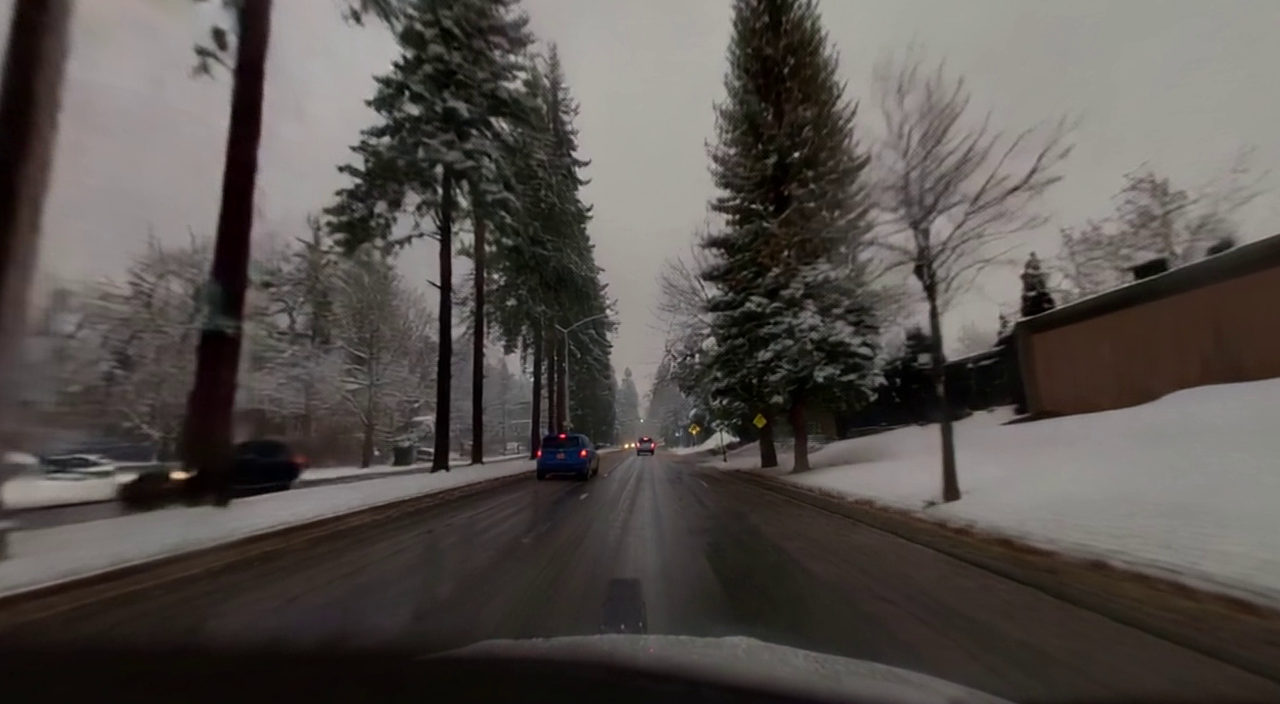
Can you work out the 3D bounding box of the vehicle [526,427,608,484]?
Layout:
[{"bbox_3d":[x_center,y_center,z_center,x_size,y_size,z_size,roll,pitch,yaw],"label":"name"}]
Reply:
[{"bbox_3d":[-2.506,3.746,22.967,2.281,1.837,4.845,0,-8,2],"label":"vehicle"}]

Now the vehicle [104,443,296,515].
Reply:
[{"bbox_3d":[-10.959,3.141,16.093,1.876,1.590,4.060,0,-8,1],"label":"vehicle"}]
